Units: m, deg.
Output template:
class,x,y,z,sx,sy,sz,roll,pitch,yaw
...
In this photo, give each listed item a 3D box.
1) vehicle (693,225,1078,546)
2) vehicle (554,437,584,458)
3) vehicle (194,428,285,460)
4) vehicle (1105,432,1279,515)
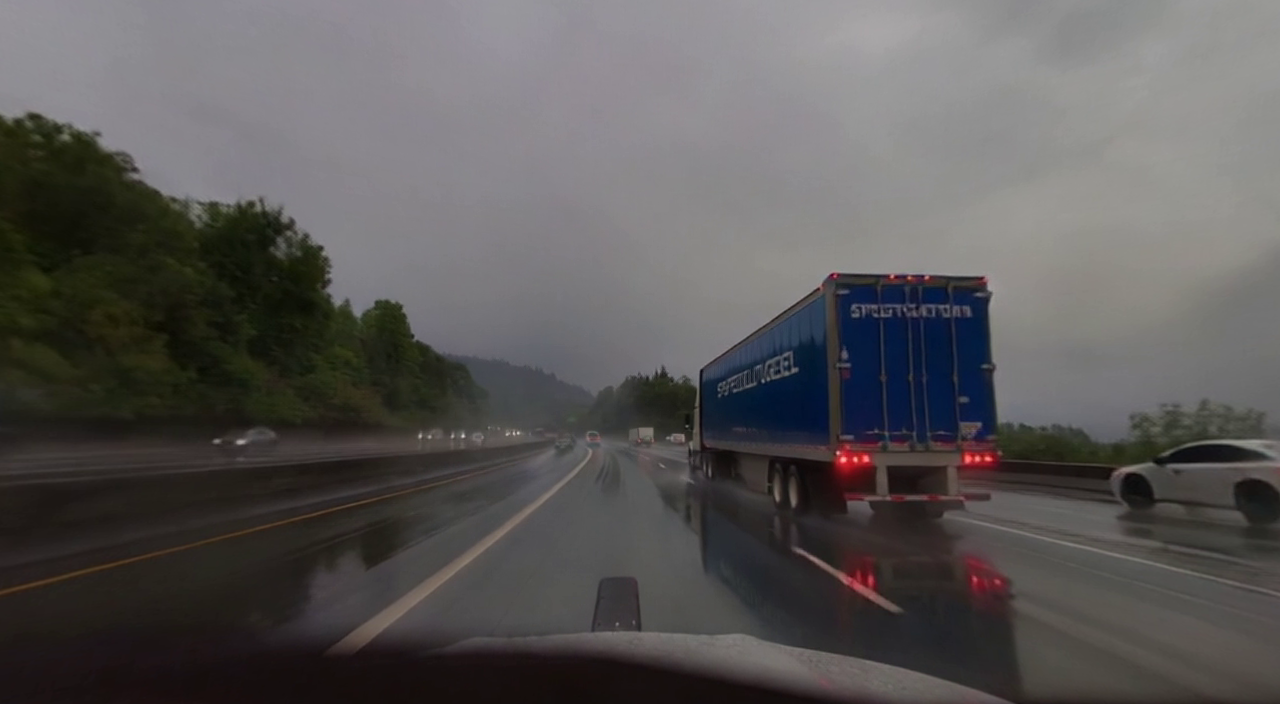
class,x,y,z,sx,sy,sz,roll,pitch,yaw
vehicle,3.643,1.322,15.056,2.910,4.051,14.278,0,-8,-3
vehicle,-5.443,7.336,48.613,2.030,1.547,3.862,0,-8,-3
vehicle,-19.838,4.583,31.427,1.861,1.482,4.200,0,-8,-2
vehicle,13.537,2.628,14.033,1.975,1.655,4.814,2,-8,-14
